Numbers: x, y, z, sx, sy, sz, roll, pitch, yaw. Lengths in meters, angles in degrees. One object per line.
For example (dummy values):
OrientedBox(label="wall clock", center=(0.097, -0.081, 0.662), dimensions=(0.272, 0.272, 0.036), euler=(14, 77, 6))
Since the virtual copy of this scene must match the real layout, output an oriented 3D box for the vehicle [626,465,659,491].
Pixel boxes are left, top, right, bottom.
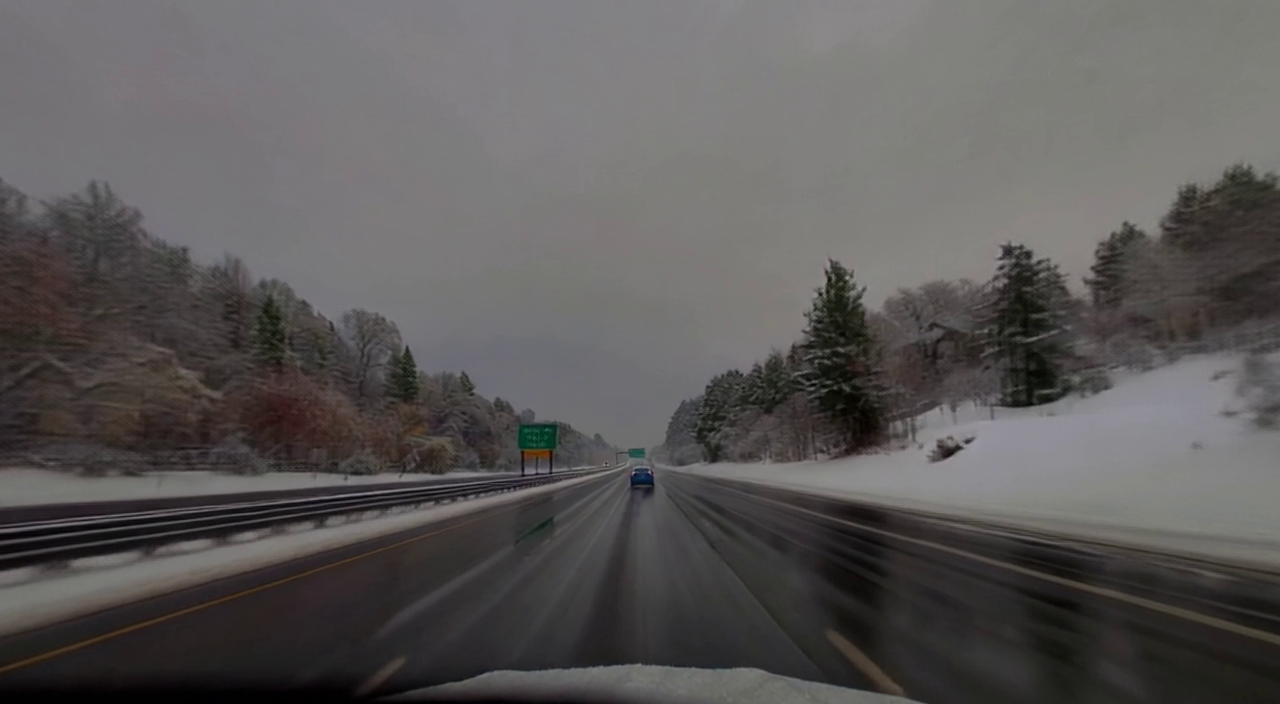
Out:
OrientedBox(label="vehicle", center=(0.142, 8.013, 40.178), dimensions=(2.016, 1.530, 4.009), euler=(1, -10, 0))
